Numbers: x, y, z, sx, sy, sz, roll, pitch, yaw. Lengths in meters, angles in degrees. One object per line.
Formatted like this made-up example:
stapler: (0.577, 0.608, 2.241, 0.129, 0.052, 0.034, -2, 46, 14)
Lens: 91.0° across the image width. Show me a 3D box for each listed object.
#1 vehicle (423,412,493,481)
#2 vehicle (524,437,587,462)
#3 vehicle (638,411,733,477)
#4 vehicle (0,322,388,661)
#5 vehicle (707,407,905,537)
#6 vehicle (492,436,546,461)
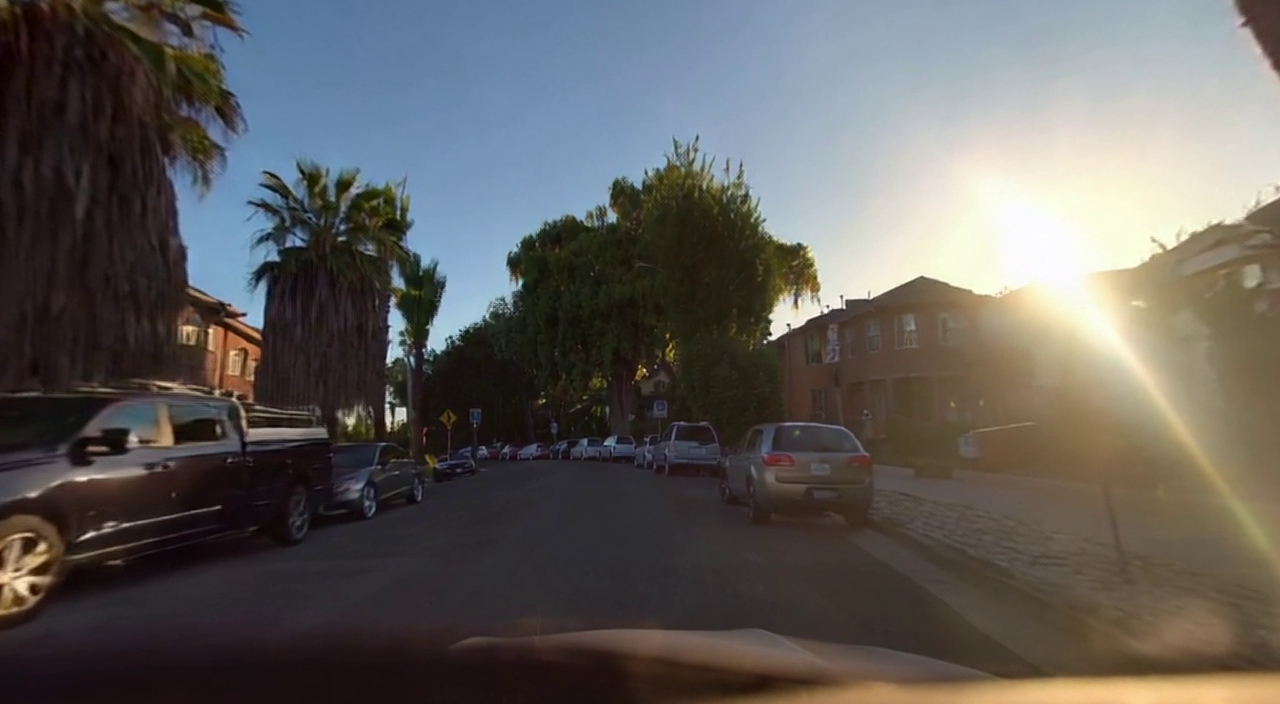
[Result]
vehicle: (-7.806, 4.047, 26.894, 2.337, 2.289, 6.092, -5, -7, -18)
vehicle: (-5.692, 6.428, 41.691, 2.108, 1.503, 4.977, 6, -10, -34)
vehicle: (1.420, 3.199, 21.877, 2.139, 1.997, 4.864, 1, -8, -10)
vehicle: (-5.353, 1.237, 6.375, 2.624, 2.178, 6.522, -1, -8, 3)
vehicle: (2.386, 1.885, 10.471, 2.076, 1.658, 4.604, 0, -8, 1)
vehicle: (-8.929, 7.061, 46.082, 1.918, 1.753, 4.655, 6, -10, -38)
